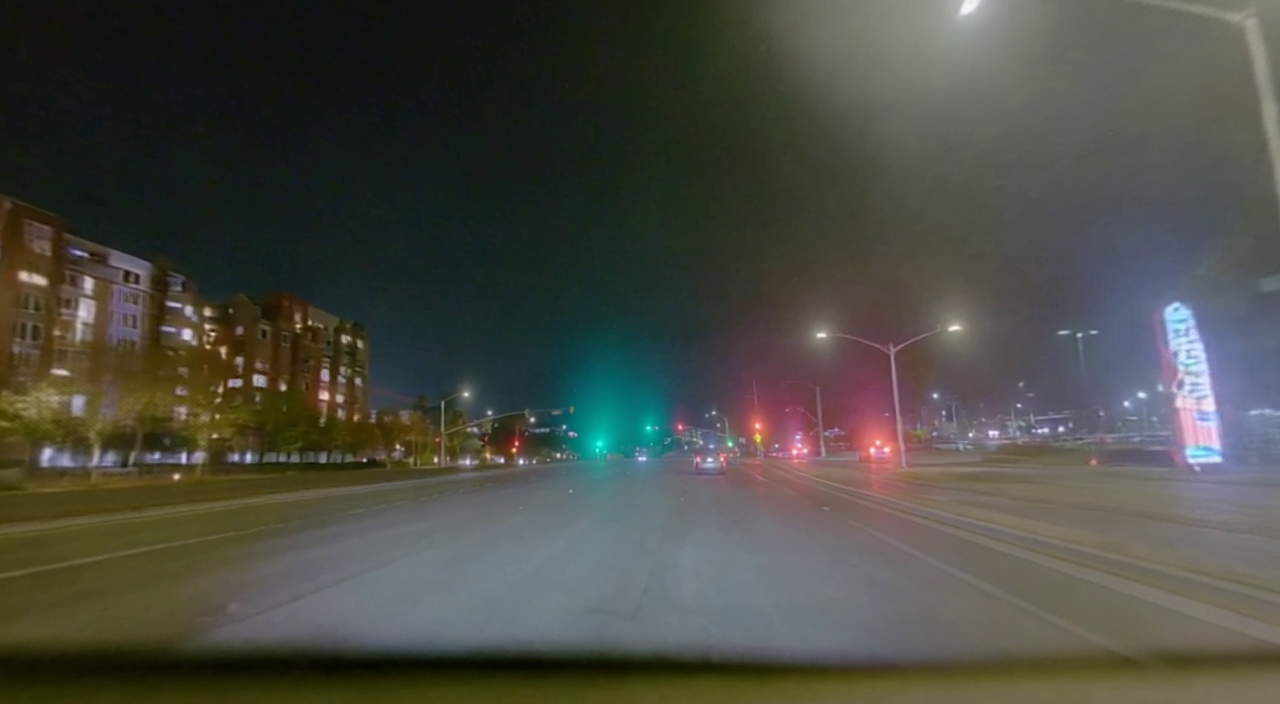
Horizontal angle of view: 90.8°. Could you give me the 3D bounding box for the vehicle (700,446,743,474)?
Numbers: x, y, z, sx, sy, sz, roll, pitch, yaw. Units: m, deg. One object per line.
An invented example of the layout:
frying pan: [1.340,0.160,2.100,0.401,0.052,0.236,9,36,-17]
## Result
vehicle: [4.579,6.115,36.036,2.133,1.481,4.276,-1,-9,3]

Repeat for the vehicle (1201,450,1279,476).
vehicle: [36.741,6.683,38.109,3.998,1.430,1.820,-1,-9,-1]
